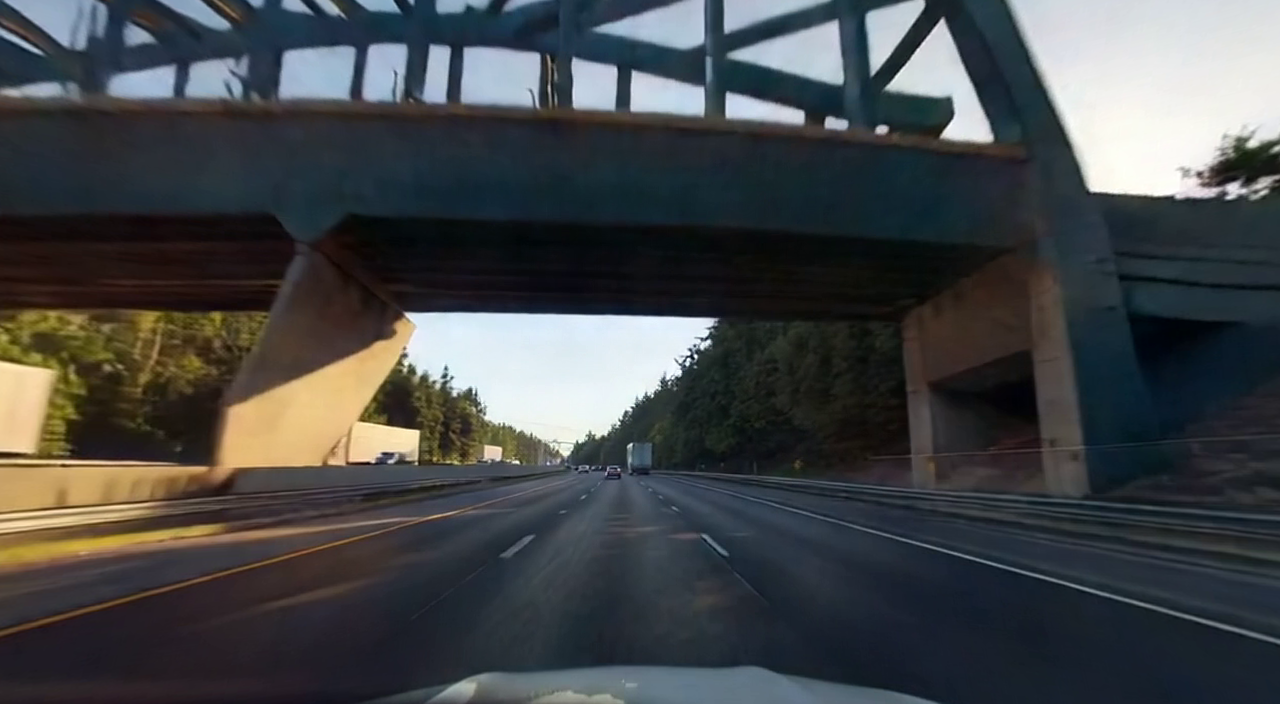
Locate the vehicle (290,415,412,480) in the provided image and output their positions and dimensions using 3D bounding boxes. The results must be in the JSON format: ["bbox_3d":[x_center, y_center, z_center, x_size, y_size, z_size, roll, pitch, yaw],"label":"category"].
[{"bbox_3d":[-20.955,7.384,47.259,2.878,4.058,14.069,1,-10,-2],"label":"vehicle"}]

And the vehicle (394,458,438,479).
[{"bbox_3d":[-17.142,8.971,48.433,1.840,1.507,4.495,1,-10,-2],"label":"vehicle"}]

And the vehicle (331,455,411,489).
[{"bbox_3d":[-13.022,5.853,30.856,1.929,1.472,4.735,1,-10,-1],"label":"vehicle"}]

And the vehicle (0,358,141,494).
[{"bbox_3d":[-20.297,2.355,19.561,2.849,3.950,8.059,1,-10,-1],"label":"vehicle"}]
